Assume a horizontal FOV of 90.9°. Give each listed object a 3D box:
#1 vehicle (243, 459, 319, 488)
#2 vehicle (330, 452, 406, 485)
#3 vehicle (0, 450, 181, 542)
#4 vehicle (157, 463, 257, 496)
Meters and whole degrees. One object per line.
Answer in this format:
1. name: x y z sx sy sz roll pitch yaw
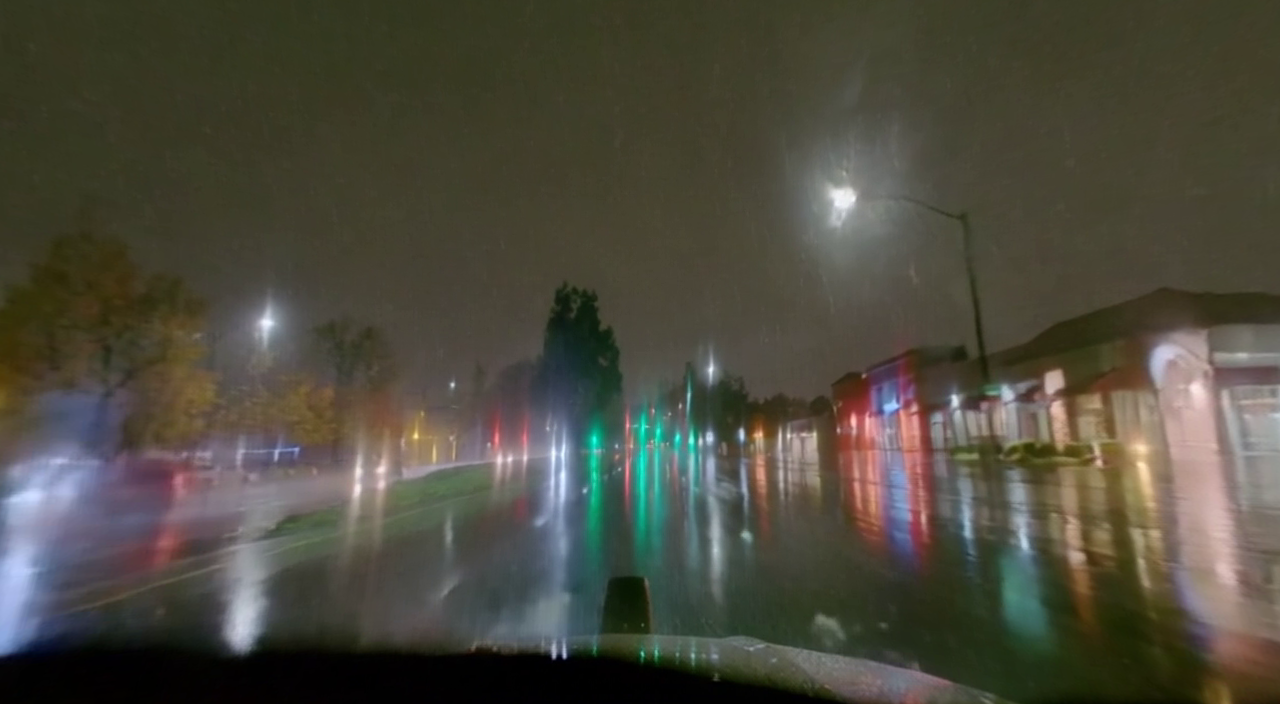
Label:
1. vehicle: -21.738 7.348 38.388 1.885 1.504 4.359 -1 -8 2
2. vehicle: -14.349 6.159 33.599 1.975 1.499 4.658 -2 -8 0
3. vehicle: -11.808 2.764 12.353 2.070 1.500 4.724 -4 -8 1
4. vehicle: -21.979 6.459 32.237 1.866 1.444 4.407 0 -8 2
